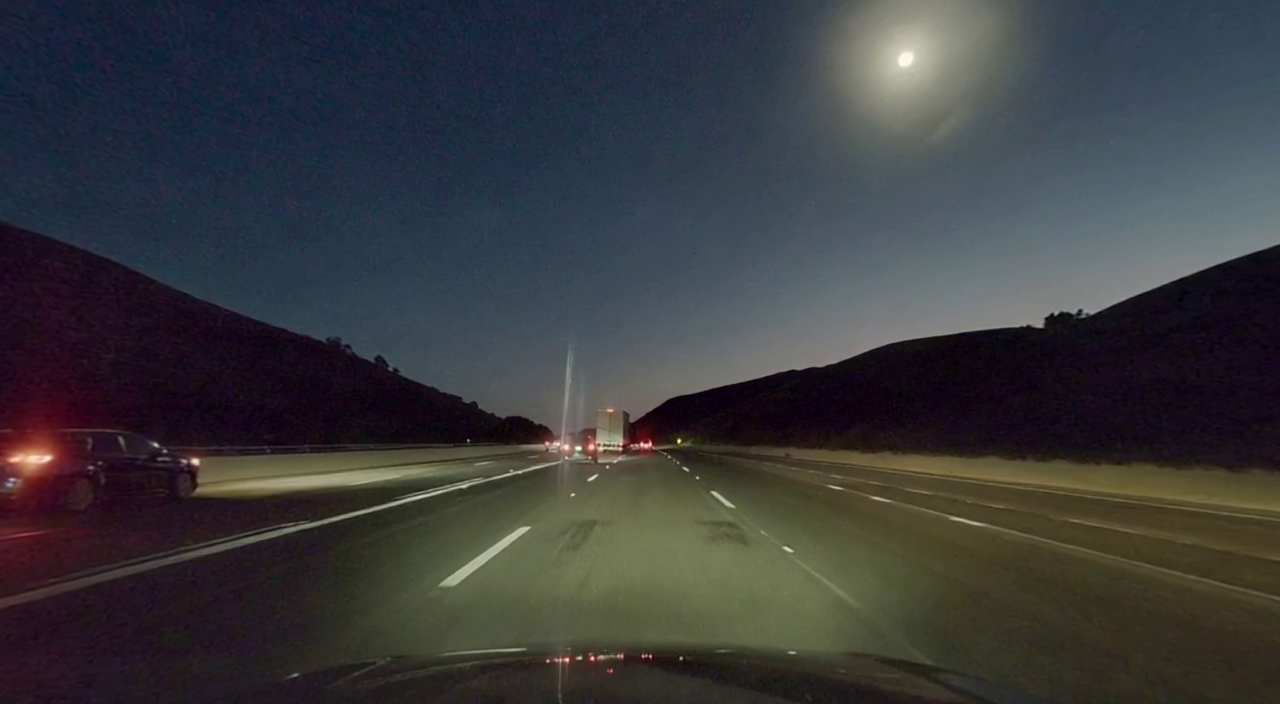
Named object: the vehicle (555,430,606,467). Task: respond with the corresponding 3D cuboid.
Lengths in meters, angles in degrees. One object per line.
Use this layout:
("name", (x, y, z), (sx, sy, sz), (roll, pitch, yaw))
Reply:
("vehicle", (-2.913, 4.824, 31.477), (2.099, 1.734, 4.413), (0, -8, 0))

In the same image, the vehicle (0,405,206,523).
("vehicle", (-11.005, 1.993, 11.500), (2.130, 1.828, 5.523), (0, -8, 0))
